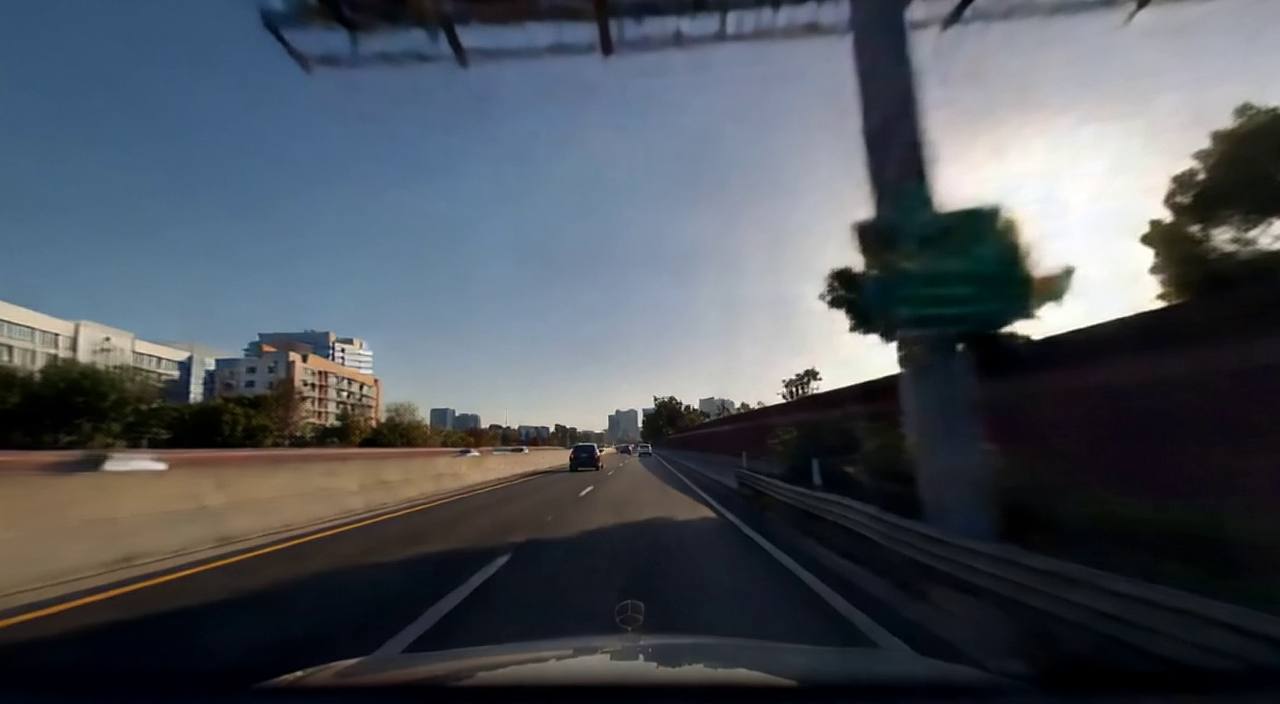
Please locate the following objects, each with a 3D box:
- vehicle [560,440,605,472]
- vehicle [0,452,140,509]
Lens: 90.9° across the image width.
[{"bbox_3d":[-3.403,6.287,38.382,2.159,1.793,5.027,-1,-9,1],"label":"vehicle"},{"bbox_3d":[-17.191,3.741,18.732,1.629,1.476,3.605,-1,-9,0],"label":"vehicle"}]
